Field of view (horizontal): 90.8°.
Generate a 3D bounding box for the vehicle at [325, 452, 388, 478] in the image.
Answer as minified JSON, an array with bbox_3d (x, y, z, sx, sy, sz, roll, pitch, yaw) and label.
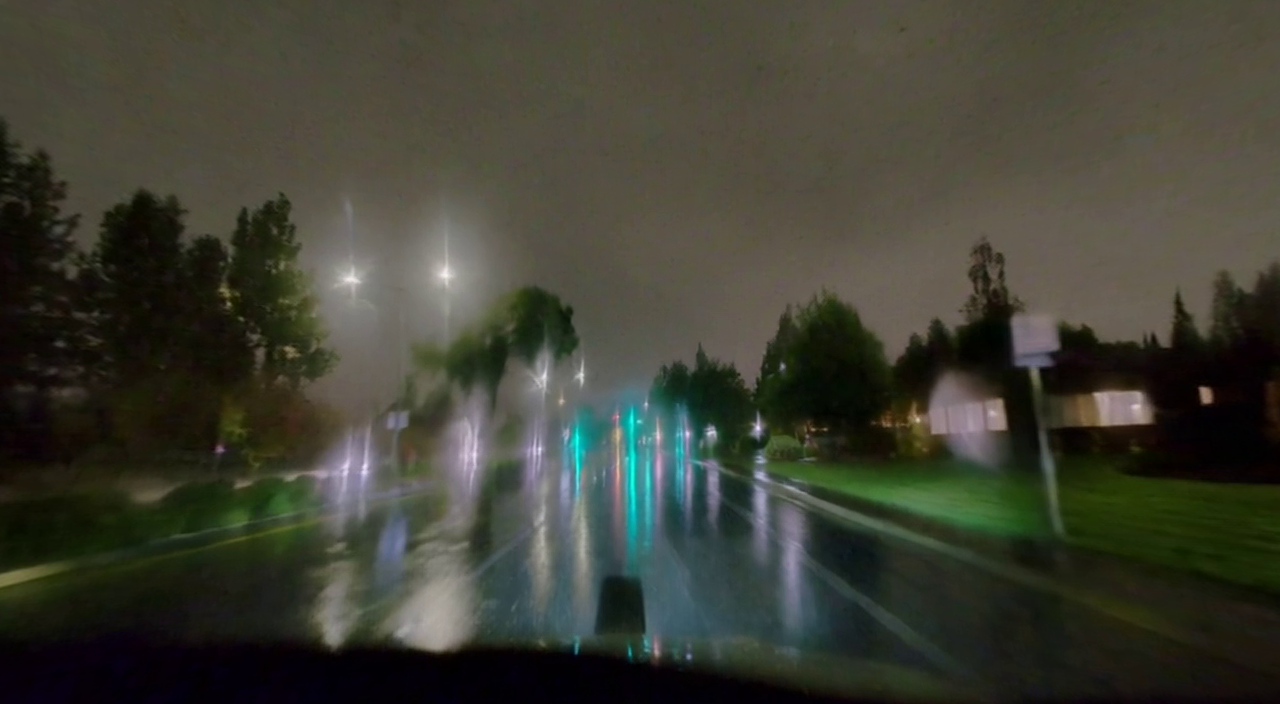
[{"bbox_3d":[-18.071,7.193,40.497,1.846,1.515,4.538,0,-8,1],"label":"vehicle"}]
